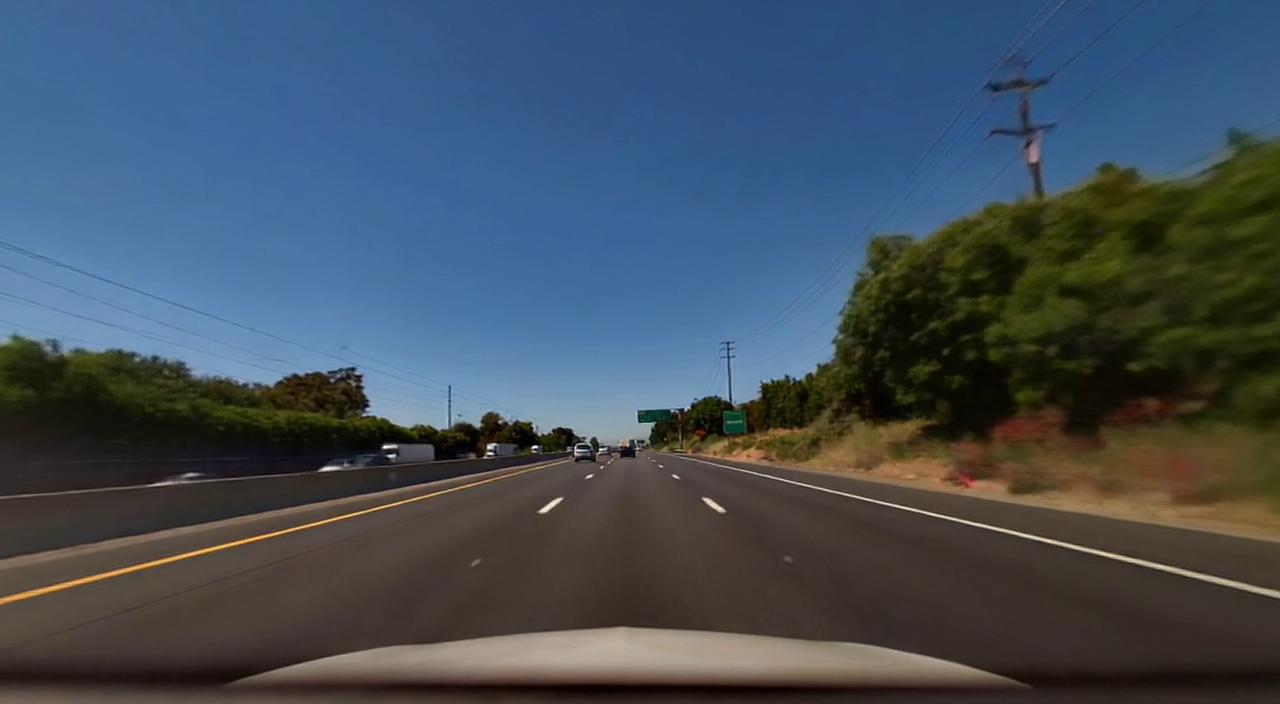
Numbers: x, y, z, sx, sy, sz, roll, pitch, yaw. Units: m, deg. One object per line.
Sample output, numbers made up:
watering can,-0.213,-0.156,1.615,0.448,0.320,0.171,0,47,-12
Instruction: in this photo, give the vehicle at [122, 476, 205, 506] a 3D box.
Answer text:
vehicle,-33.105,9.677,44.111,2.011,1.695,4.909,0,-8,-1
